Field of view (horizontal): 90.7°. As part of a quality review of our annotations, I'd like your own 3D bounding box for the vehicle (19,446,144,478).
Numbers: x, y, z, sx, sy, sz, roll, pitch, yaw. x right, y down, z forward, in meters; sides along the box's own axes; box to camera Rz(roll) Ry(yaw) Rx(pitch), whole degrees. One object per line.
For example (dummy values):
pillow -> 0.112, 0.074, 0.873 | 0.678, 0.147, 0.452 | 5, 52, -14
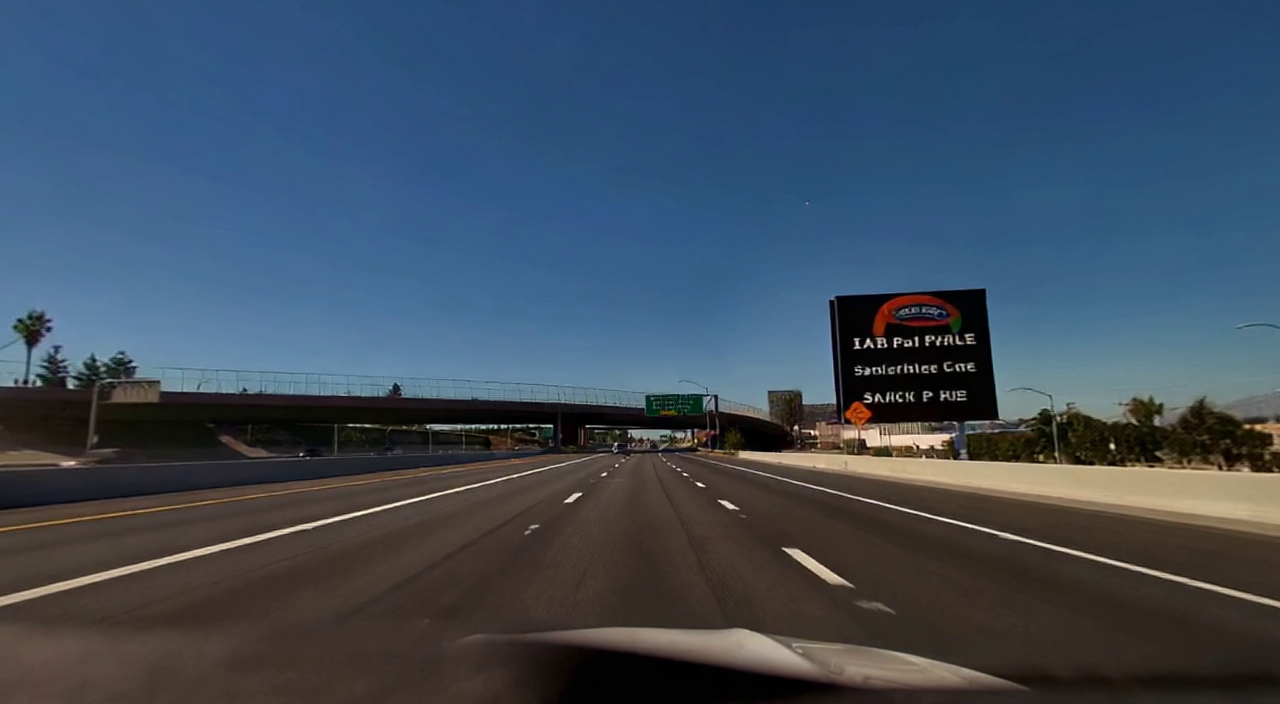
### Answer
vehicle -> -28.653, 5.650, 32.733 | 1.874, 1.502, 5.025 | 0, -9, 1
